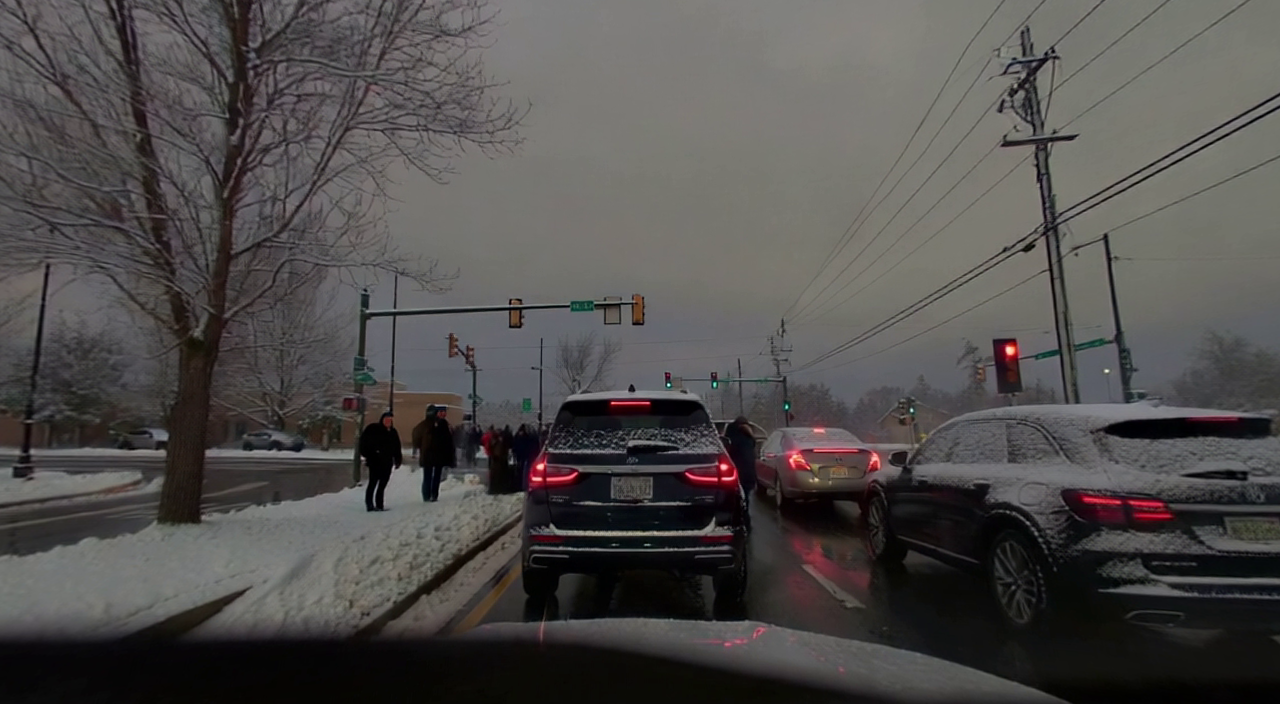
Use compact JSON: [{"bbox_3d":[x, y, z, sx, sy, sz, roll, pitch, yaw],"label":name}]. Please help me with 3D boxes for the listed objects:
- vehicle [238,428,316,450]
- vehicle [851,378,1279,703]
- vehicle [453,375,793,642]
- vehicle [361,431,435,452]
[{"bbox_3d":[-27.127,6.527,47.209,4.587,1.639,1.878,0,-8,1],"label":"vehicle"},{"bbox_3d":[3.561,1.298,5.557,1.948,1.677,4.437,0,-8,1],"label":"vehicle"},{"bbox_3d":[-0.159,1.368,6.536,2.271,1.786,4.443,0,-8,-1],"label":"vehicle"},{"bbox_3d":[-17.754,6.562,46.367,4.607,1.478,1.995,0,-8,0],"label":"vehicle"}]
